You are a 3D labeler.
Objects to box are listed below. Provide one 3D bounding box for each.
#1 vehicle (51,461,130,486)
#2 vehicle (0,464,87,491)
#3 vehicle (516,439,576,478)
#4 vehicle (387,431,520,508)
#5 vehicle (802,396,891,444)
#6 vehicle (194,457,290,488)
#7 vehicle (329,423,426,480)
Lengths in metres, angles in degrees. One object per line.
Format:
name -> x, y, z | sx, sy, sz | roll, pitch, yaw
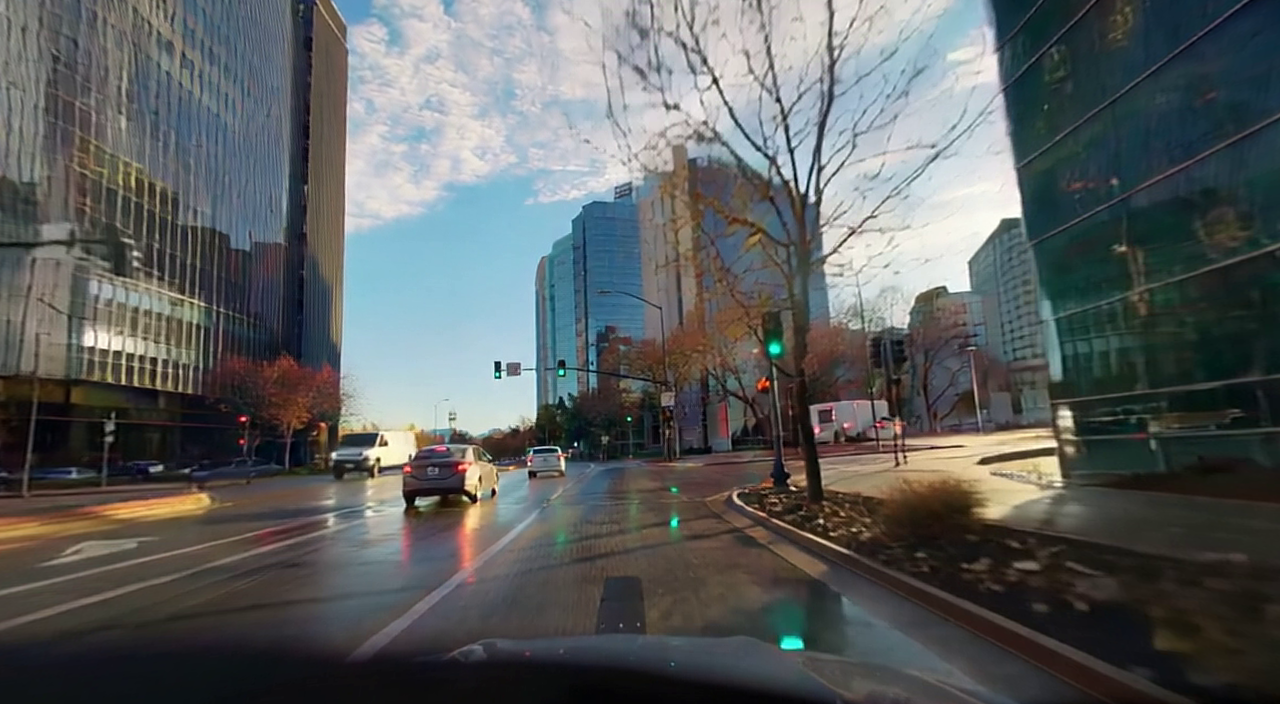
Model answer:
vehicle -> -39.617, 8.751, 45.429 | 4.004, 1.503, 1.782 | -2, -9, 0
vehicle -> -39.300, 8.135, 40.842 | 4.760, 1.526, 2.108 | -1, -8, -3
vehicle -> -4.820, 5.560, 33.136 | 2.384, 1.849, 5.009 | 0, -9, 0
vehicle -> -4.741, 3.064, 16.831 | 2.169, 1.741, 4.588 | 0, -9, -1
vehicle -> 14.083, 4.789, 43.377 | 4.005, 2.827, 4.538 | 4, -10, -12
vehicle -> -23.349, 7.050, 37.179 | 2.103, 1.590, 4.613 | -2, -9, 12
vehicle -> -18.286, 7.019, 44.595 | 3.394, 3.584, 8.313 | 0, -9, -1
